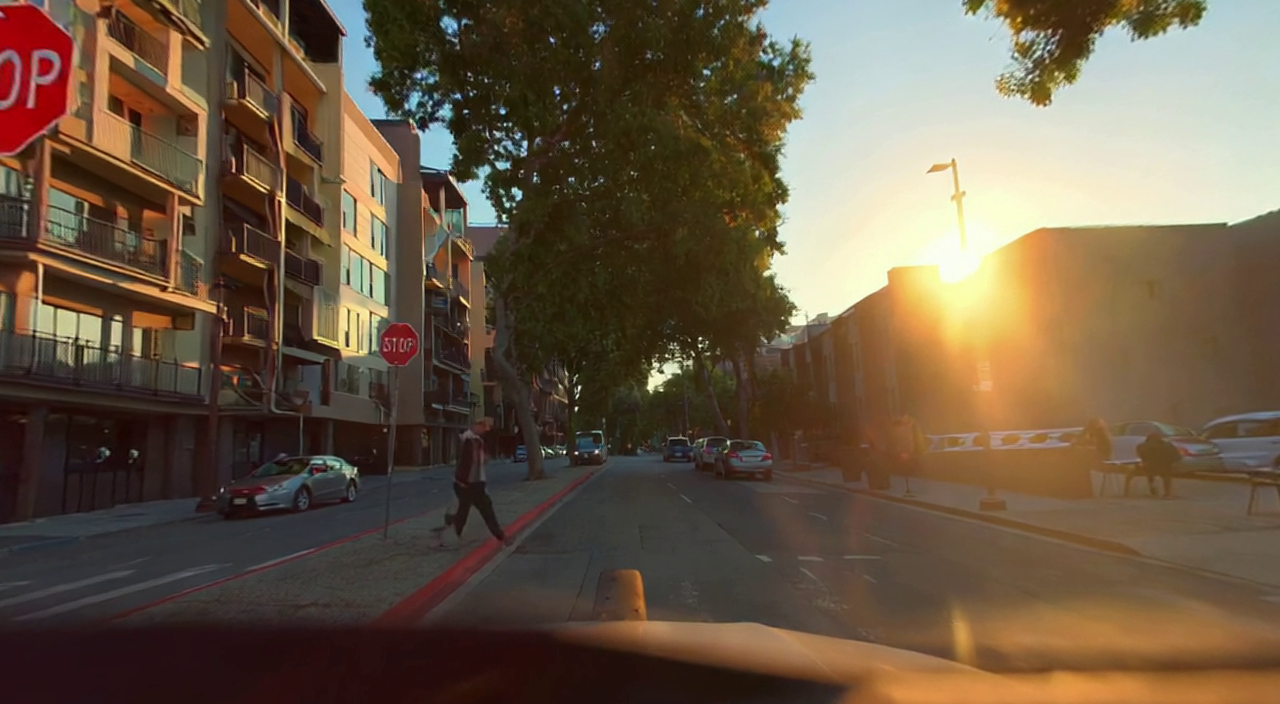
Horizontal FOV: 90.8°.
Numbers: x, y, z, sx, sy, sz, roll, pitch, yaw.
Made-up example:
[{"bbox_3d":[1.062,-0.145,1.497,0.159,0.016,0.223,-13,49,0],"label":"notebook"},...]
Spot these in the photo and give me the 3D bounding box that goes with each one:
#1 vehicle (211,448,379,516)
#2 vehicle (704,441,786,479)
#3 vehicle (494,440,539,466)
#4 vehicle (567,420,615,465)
[{"bbox_3d":[-8.795,3.308,16.635,2.007,1.503,4.343,0,-8,-1],"label":"vehicle"},{"bbox_3d":[4.583,4.571,27.112,1.858,1.491,4.329,-5,-10,33],"label":"vehicle"},{"bbox_3d":[-8.848,7.271,45.736,2.256,1.802,4.333,0,-8,2],"label":"vehicle"},{"bbox_3d":[-2.988,5.766,40.175,2.317,2.596,6.053,0,-8,3],"label":"vehicle"}]
